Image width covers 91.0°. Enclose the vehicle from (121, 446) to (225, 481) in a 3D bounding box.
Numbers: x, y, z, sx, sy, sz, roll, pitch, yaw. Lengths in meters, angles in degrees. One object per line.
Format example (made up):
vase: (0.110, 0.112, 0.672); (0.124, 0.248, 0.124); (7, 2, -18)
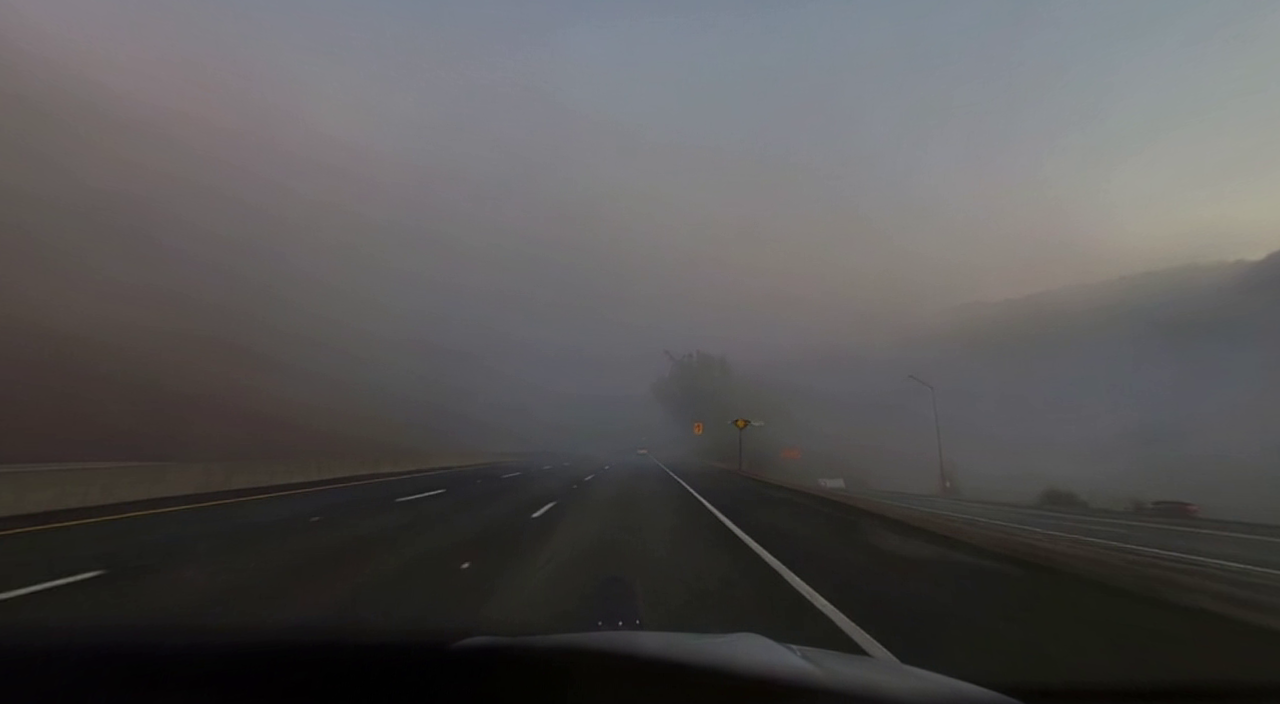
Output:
vehicle: (-36.077, 8.572, 49.021); (2.679, 2.503, 6.760); (-1, -9, 2)
